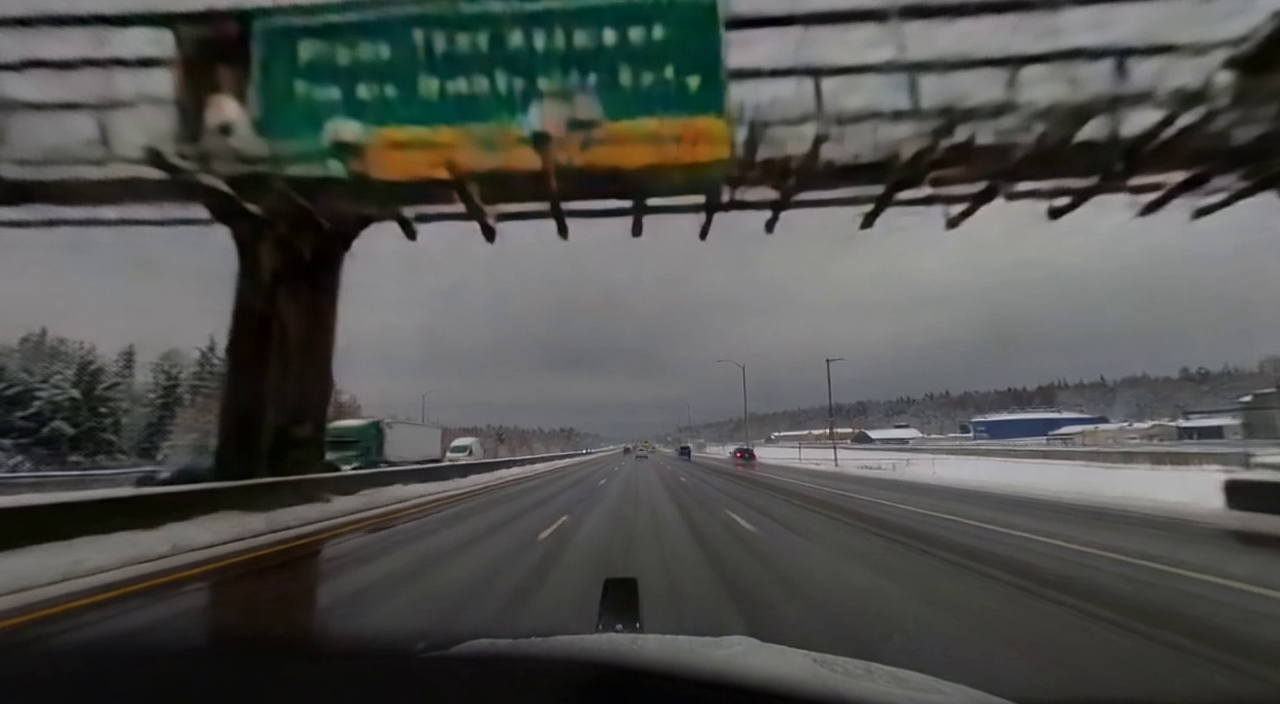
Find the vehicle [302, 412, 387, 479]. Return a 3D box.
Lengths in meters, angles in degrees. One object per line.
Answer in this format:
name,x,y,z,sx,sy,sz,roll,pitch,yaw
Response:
vehicle,-18.855,6.030,40.627,2.993,4.001,4.790,0,-9,0

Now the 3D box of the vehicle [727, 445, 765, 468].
vehicle,7.325,7.216,43.810,1.923,1.516,3.815,0,-9,-1

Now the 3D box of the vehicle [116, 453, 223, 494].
vehicle,-22.309,5.751,30.123,1.882,1.759,4.163,0,-9,-1
